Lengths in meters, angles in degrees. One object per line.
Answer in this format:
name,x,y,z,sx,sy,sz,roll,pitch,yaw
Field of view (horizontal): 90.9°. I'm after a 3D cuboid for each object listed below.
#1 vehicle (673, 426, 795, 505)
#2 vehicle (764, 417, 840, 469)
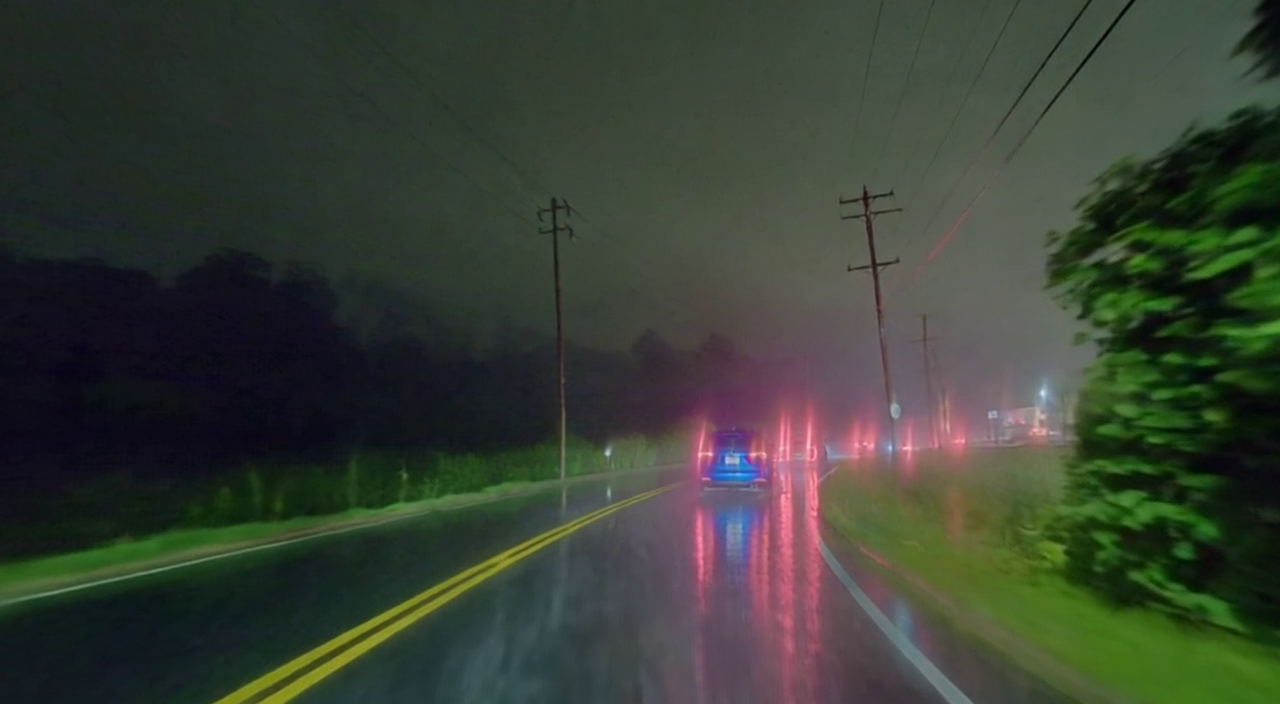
vehicle,2.375,2.609,14.922,2.157,1.565,4.243,-3,-9,18
vehicle,7.703,4.282,29.440,2.376,2.145,5.953,-4,-9,24
